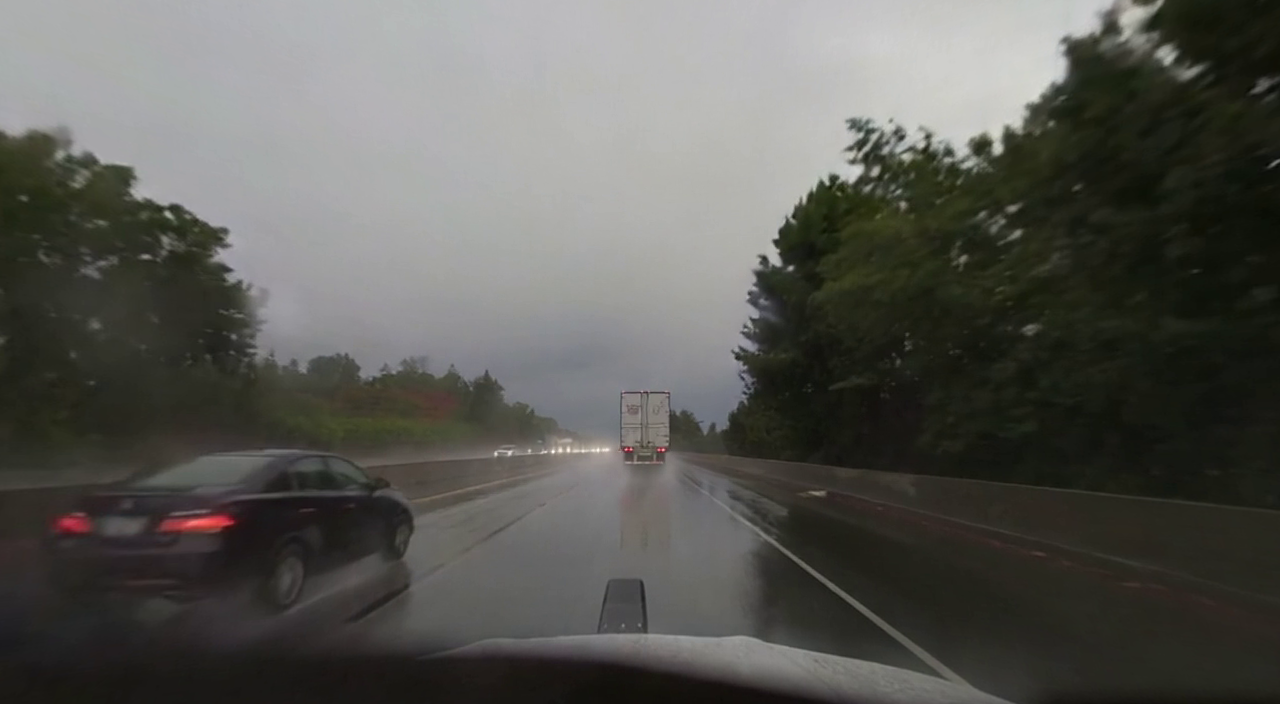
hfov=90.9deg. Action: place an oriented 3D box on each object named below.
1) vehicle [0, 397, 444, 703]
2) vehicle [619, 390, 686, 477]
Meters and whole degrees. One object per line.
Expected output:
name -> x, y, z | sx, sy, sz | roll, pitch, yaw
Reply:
vehicle -> -3.568, 1.391, 5.517 | 2.074, 1.546, 4.946 | 0, -9, 0
vehicle -> 0.482, 4.395, 32.948 | 2.959, 3.828, 9.617 | 0, -9, -1
